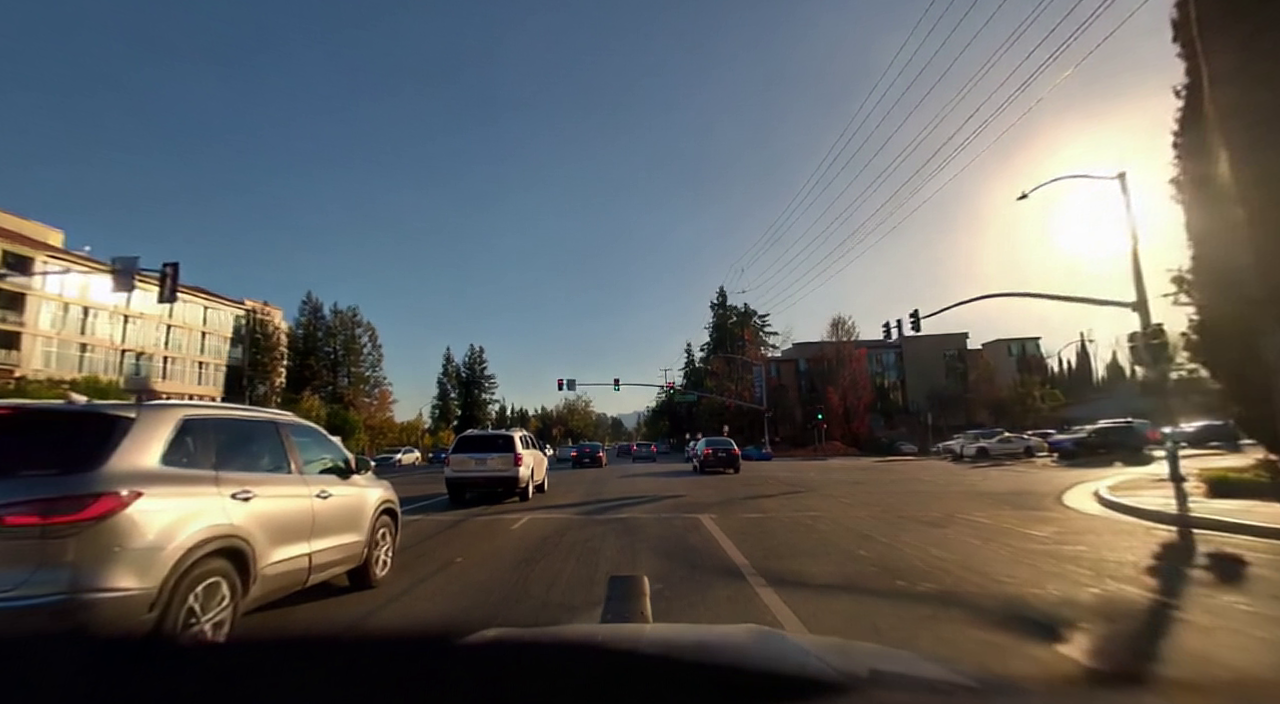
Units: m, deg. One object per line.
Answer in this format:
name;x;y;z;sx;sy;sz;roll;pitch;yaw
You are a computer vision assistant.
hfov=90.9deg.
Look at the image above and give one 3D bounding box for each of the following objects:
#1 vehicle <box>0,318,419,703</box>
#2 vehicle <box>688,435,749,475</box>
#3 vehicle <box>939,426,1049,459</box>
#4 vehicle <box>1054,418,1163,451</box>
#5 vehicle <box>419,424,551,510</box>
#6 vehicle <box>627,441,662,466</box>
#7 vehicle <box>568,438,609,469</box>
vehicle;-3.411;1.057;4.340;2.127;1.754;4.287;0;-8;1
vehicle;3.585;4.815;29.645;2.201;1.734;4.564;0;-8;0
vehicle;19.802;5.071;35.367;5.033;1.802;1.928;0;-9;-5
vehicle;26.305;4.655;35.515;4.439;1.748;2.037;0;-8;1
vehicle;-3.491;2.680;15.152;1.958;1.744;4.315;0;-8;2
vehicle;0.282;6.629;41.320;2.185;1.515;4.215;0;-8;1
vehicle;-2.933;5.872;36.583;1.900;1.677;4.128;0;-8;2
